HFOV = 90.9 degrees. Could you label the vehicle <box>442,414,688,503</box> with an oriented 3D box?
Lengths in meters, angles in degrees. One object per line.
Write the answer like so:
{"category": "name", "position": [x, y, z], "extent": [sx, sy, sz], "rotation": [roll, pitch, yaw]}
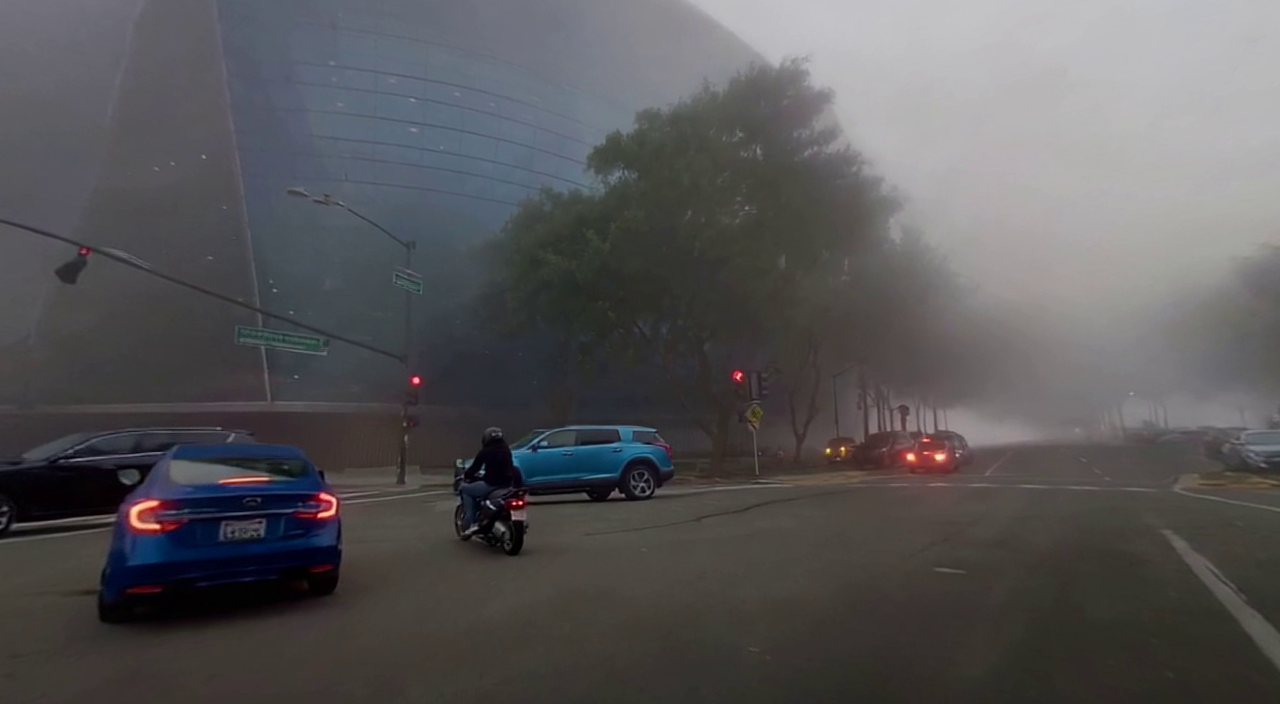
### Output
{"category": "vehicle", "position": [-1.955, 2.631, 16.078], "extent": [5.833, 1.960, 2.341], "rotation": [2, -9, -17]}

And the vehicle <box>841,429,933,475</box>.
{"category": "vehicle", "position": [10.097, 4.006, 25.583], "extent": [2.084, 1.656, 4.583], "rotation": [-7, -10, 38]}

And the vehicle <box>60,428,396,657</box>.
{"category": "vehicle", "position": [-4.128, 1.558, 6.388], "extent": [2.009, 1.450, 4.182], "rotation": [5, -10, -36]}

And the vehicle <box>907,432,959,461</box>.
{"category": "vehicle", "position": [16.809, 5.402, 36.090], "extent": [2.024, 1.543, 4.028], "rotation": [-6, -10, 32]}

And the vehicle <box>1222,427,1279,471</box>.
{"category": "vehicle", "position": [22.999, 3.480, 22.810], "extent": [1.872, 1.467, 4.385], "rotation": [-5, -10, 31]}
